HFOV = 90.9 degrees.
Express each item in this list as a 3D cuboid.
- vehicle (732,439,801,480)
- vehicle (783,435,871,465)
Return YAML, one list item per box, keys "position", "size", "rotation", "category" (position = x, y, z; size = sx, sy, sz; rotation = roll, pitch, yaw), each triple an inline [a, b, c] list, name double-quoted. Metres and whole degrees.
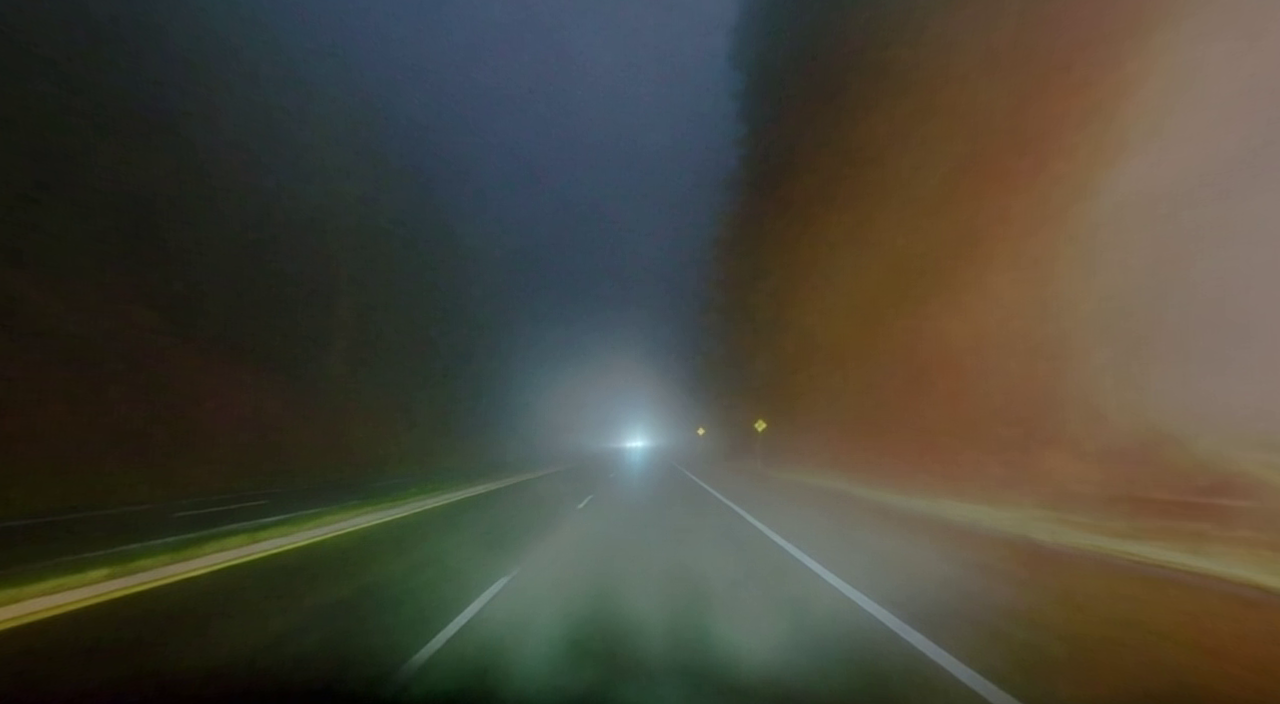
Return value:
- position: [5.072, 4.373, 25.970]
  size: [1.920, 1.514, 4.746]
  rotation: [0, -8, 1]
  category: "vehicle"
- position: [11.981, 6.300, 40.654]
  size: [4.920, 1.826, 2.328]
  rotation: [1, -8, 0]
  category: "vehicle"
